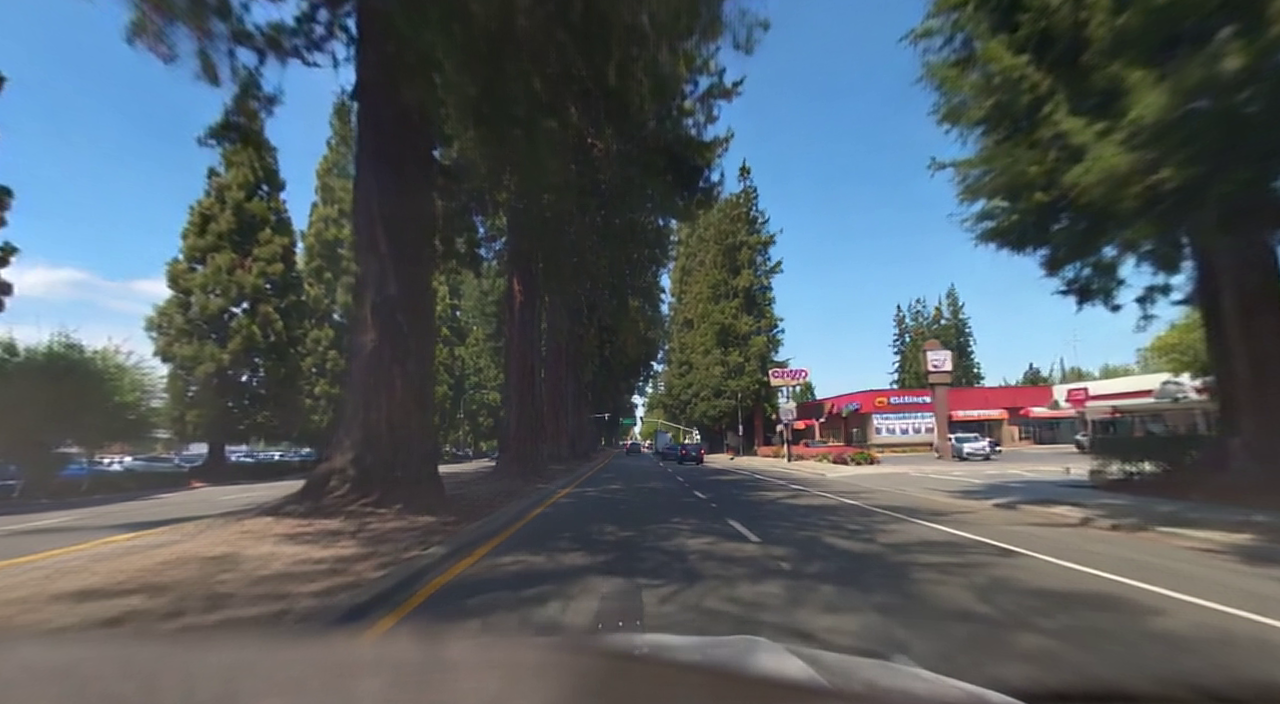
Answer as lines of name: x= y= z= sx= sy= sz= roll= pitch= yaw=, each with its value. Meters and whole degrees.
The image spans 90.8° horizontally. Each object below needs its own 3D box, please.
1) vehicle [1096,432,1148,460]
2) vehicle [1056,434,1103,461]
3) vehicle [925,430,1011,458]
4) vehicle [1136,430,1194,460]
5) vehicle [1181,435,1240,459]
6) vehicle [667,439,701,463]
vehicle: x=34.112 y=6.630 z=44.843 sx=2.181 sy=1.901 sz=4.222 roll=-4 pitch=-9 yaw=28
vehicle: x=31.730 y=6.872 z=45.738 sx=2.269 sy=1.862 sz=4.495 roll=-3 pitch=-8 yaw=29
vehicle: x=20.615 y=5.770 z=39.810 sx=4.210 sy=1.727 sz=2.227 roll=1 pitch=-7 yaw=-8
vehicle: x=36.719 y=6.455 z=44.295 sx=2.160 sy=1.948 sz=4.256 roll=-3 pitch=-8 yaw=27
vehicle: x=39.689 y=6.567 z=44.059 sx=2.044 sy=1.582 sz=3.586 roll=-3 pitch=-8 yaw=26
vehicle: x=3.154 y=7.211 z=46.168 sx=2.041 sy=1.531 sz=4.236 roll=1 pitch=-7 yaw=-1
